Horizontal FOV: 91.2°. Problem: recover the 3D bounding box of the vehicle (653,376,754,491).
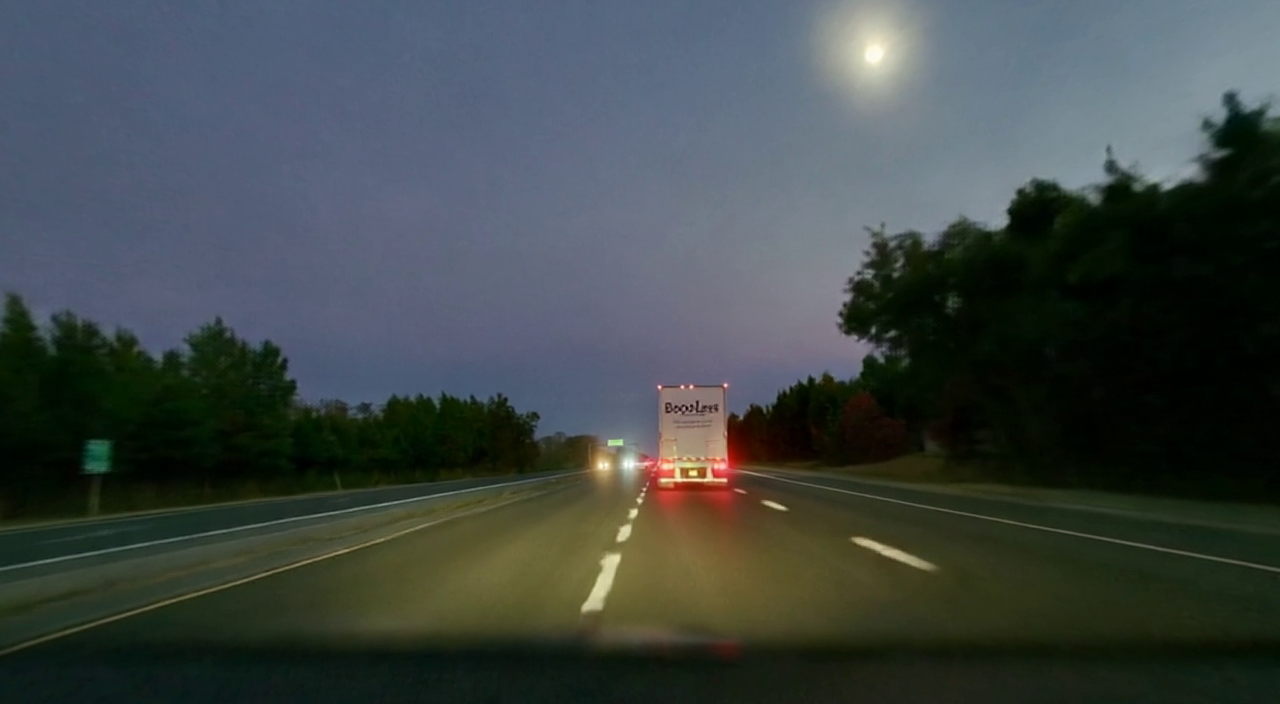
[{"bbox_3d":[2.592,4.268,31.070,3.537,4.071,17.399,-1,-9,2],"label":"vehicle"}]
